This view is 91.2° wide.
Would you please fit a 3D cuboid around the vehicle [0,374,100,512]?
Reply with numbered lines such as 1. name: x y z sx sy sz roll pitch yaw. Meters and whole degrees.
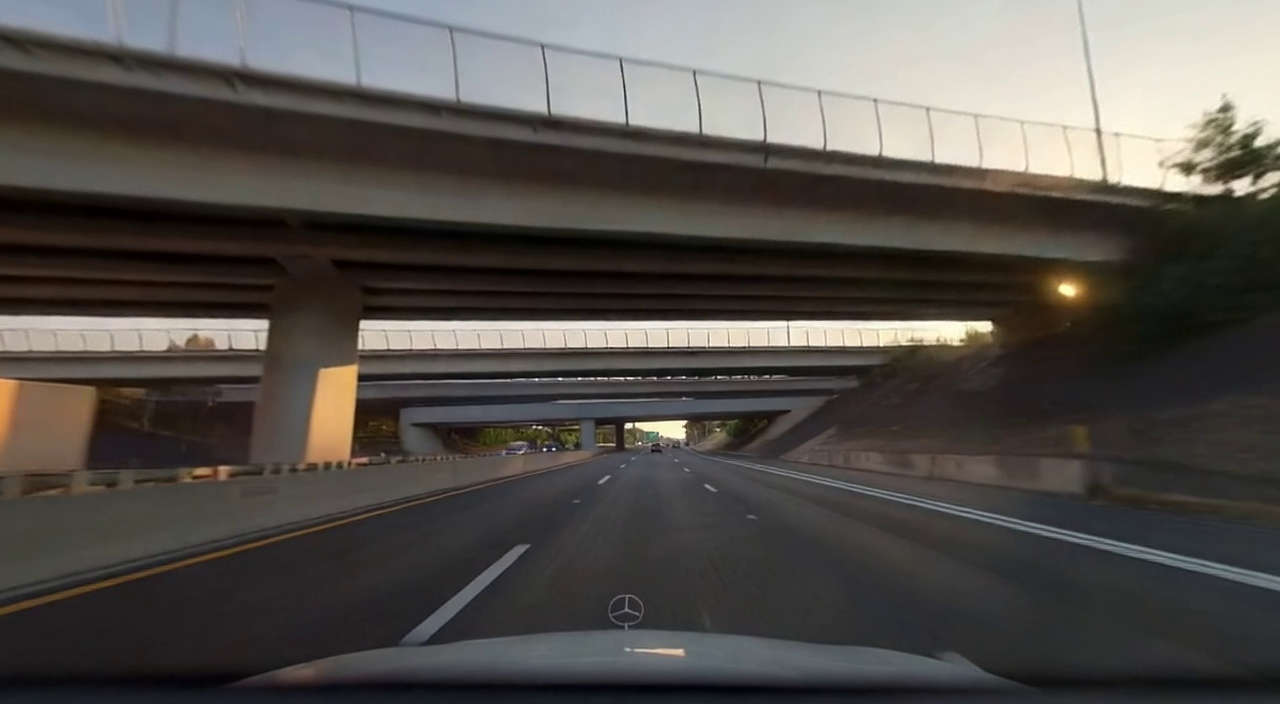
1. vehicle: -20.317 2.540 17.542 2.872 4.021 8.230 0 -8 1
